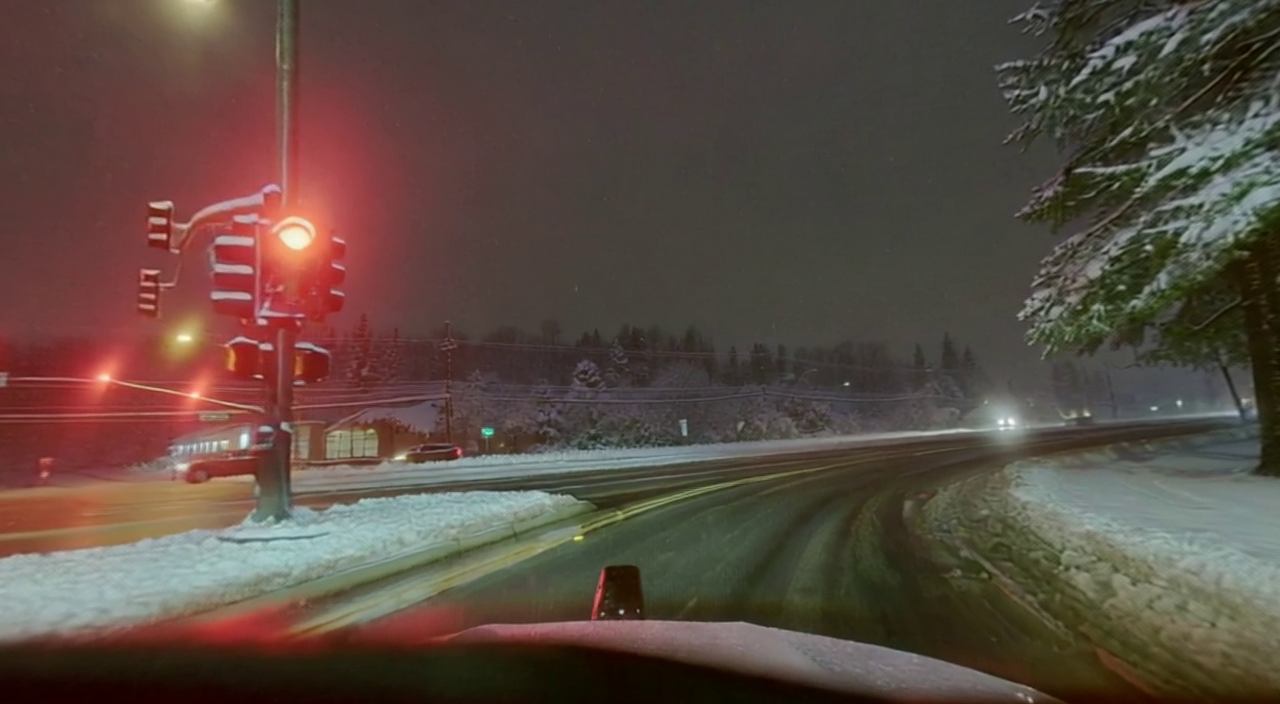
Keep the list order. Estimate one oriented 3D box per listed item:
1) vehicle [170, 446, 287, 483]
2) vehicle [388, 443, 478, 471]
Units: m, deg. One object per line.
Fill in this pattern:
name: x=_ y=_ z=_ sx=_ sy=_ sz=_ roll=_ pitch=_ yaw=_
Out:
vehicle: x=-21.699 y=5.875 z=33.340 sx=4.782 sy=1.776 sz=2.118 roll=7 pitch=-11 yaw=-42
vehicle: x=-11.864 y=5.996 z=36.200 sx=4.527 sy=1.444 sz=1.811 roll=8 pitch=-11 yaw=-42
